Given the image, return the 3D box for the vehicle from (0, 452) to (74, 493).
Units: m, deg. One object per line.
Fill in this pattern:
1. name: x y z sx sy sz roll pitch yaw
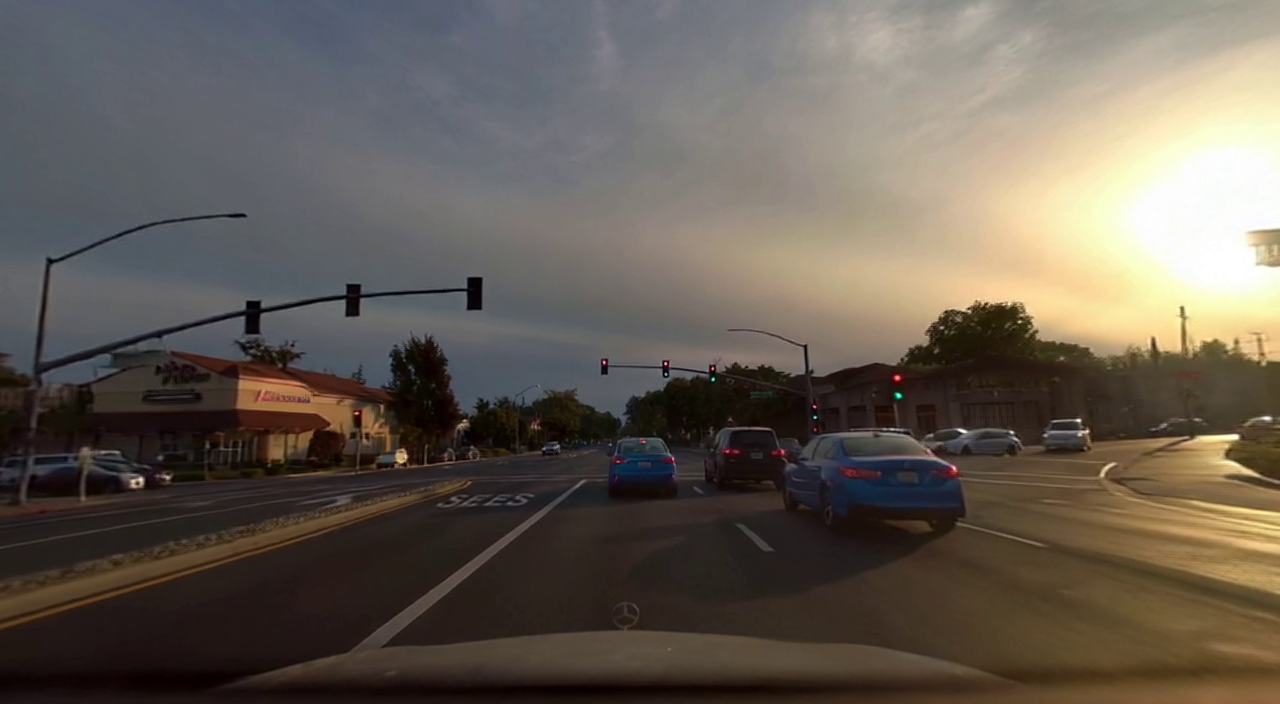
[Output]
1. vehicle: -38.397 7.354 38.669 5.135 2.388 2.288 0 -8 -1

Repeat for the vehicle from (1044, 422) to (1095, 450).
1. vehicle: 33.783 6.647 49.618 2.237 2.063 5.099 -8 -12 43

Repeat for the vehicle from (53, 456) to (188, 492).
1. vehicle: -26.276 6.156 32.108 4.780 1.669 2.232 0 -8 -2

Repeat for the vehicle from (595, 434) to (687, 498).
1. vehicle: -0.018 2.951 16.730 2.135 1.468 4.076 0 -8 -1

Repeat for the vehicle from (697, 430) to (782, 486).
1. vehicle: 3.154 3.487 21.098 1.973 1.633 4.717 0 -8 -1

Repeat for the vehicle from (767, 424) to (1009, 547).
1. vehicle: 3.496 1.966 10.060 1.889 1.473 4.643 0 -8 -1
